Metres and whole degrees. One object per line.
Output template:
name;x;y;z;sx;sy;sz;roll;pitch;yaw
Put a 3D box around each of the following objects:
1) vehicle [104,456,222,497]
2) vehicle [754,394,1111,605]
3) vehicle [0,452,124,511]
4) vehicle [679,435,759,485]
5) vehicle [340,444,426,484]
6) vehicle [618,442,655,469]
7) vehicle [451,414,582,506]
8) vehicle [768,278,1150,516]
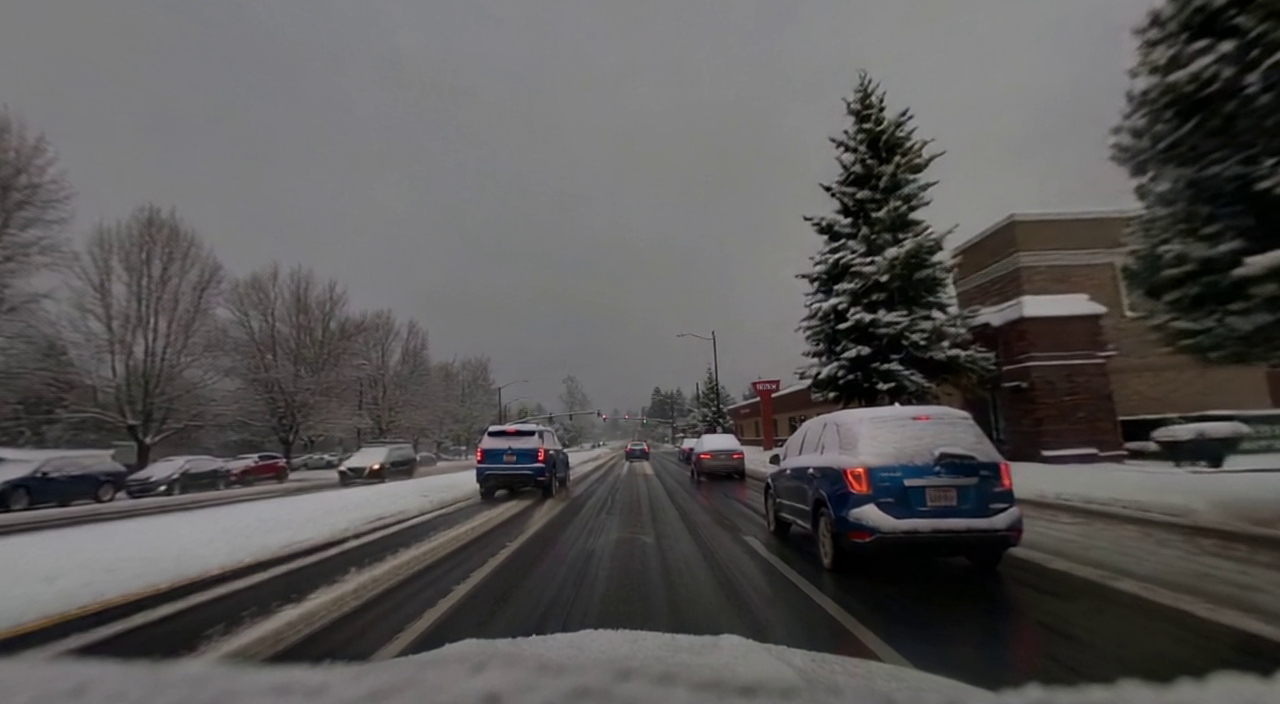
vehicle;-22.128;5.748;29.557;1.908;1.711;4.461;0;-8;1
vehicle;2.823;1.538;7.467;2.018;1.719;4.369;0;-8;-1
vehicle;-22.320;4.749;23.645;1.931;1.908;4.694;0;-8;0
vehicle;2.700;3.857;22.826;2.174;1.596;4.779;0;-8;-2
vehicle;-11.715;5.104;29.156;2.134;1.661;4.374;0;-8;0
vehicle;-0.228;6.054;37.074;2.008;1.464;4.052;0;-8;-1
vehicle;-3.031;2.836;16.967;2.368;2.037;5.319;0;-8;1
vehicle;7.136;1.932;19.099;2.878;4.158;16.287;0;-8;-1
